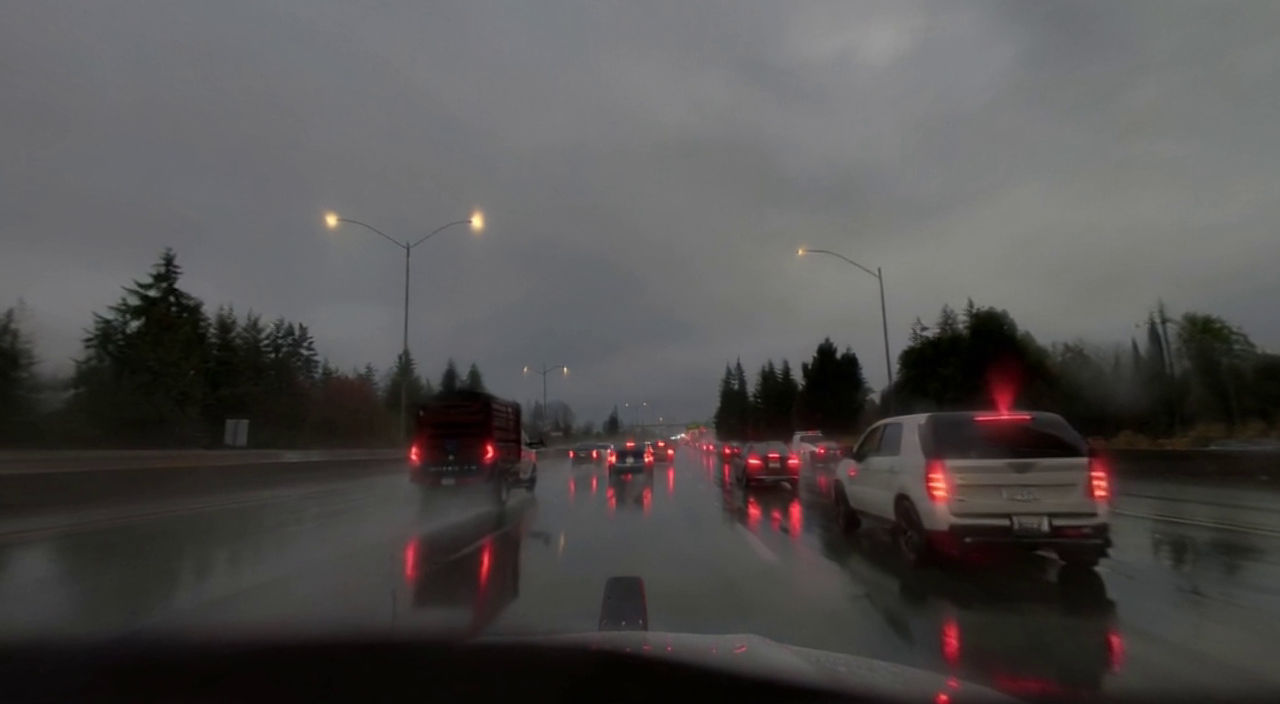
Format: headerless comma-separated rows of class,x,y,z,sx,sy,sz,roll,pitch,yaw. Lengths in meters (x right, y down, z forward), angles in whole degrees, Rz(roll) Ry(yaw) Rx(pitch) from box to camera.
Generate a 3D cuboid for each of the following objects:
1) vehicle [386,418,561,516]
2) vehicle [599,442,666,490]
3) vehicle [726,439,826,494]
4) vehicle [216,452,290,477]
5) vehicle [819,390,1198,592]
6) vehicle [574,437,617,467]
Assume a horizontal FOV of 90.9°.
vehicle,-3.623,2.674,15.298,2.395,1.892,5.995,0,-8,2
vehicle,-0.153,3.803,21.489,2.070,1.456,4.029,0,-8,2
vehicle,4.036,3.480,19.580,1.907,1.474,4.840,0,-8,-2
vehicle,-25.790,7.477,42.186,1.956,1.476,4.412,-1,-8,3
vehicle,3.918,1.560,7.938,1.999,1.777,4.578,0,-8,1
vehicle,-2.830,6.586,41.651,2.110,1.811,5.585,-1,-8,4
